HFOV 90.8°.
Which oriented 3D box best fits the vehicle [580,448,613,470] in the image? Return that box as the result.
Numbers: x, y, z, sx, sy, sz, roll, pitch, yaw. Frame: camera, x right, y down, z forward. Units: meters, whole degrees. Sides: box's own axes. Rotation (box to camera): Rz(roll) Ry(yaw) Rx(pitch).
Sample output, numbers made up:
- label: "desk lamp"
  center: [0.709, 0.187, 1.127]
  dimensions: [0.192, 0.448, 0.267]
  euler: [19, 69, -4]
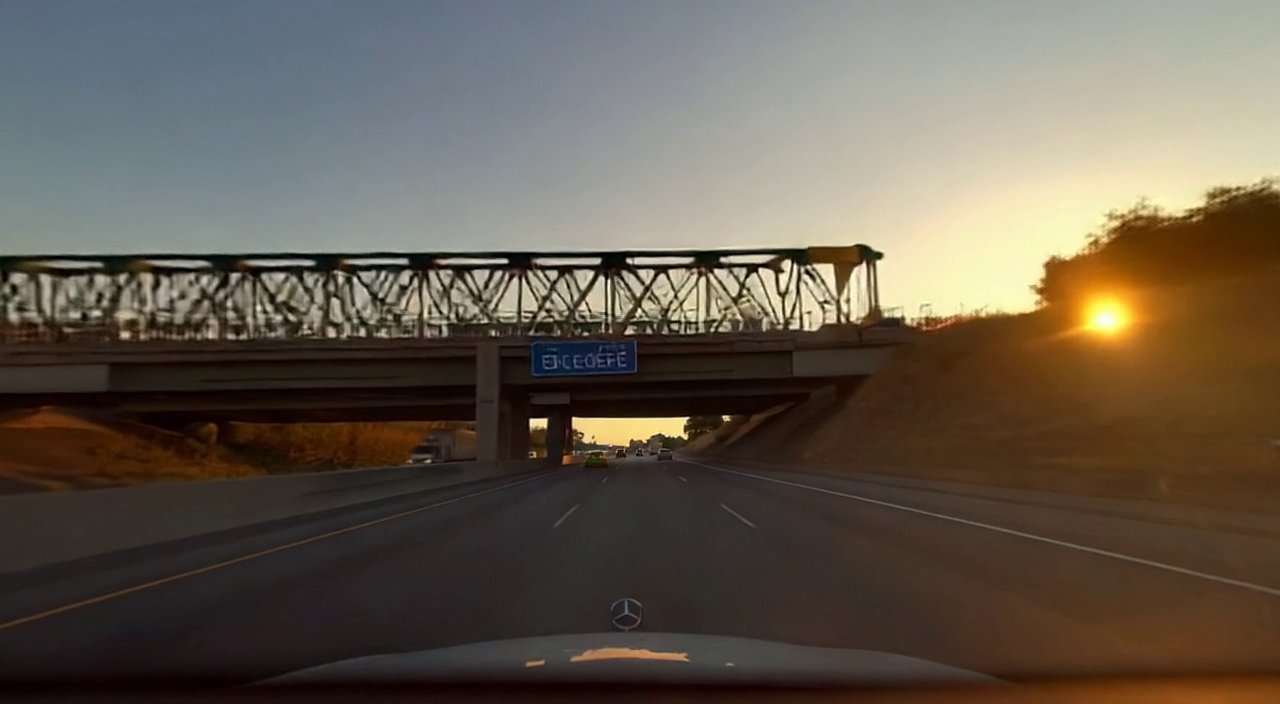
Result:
- label: "vehicle"
  center: [-3.232, 8.123, 48.124]
  dimensions: [2.180, 1.537, 4.459]
  euler: [0, -9, 0]
